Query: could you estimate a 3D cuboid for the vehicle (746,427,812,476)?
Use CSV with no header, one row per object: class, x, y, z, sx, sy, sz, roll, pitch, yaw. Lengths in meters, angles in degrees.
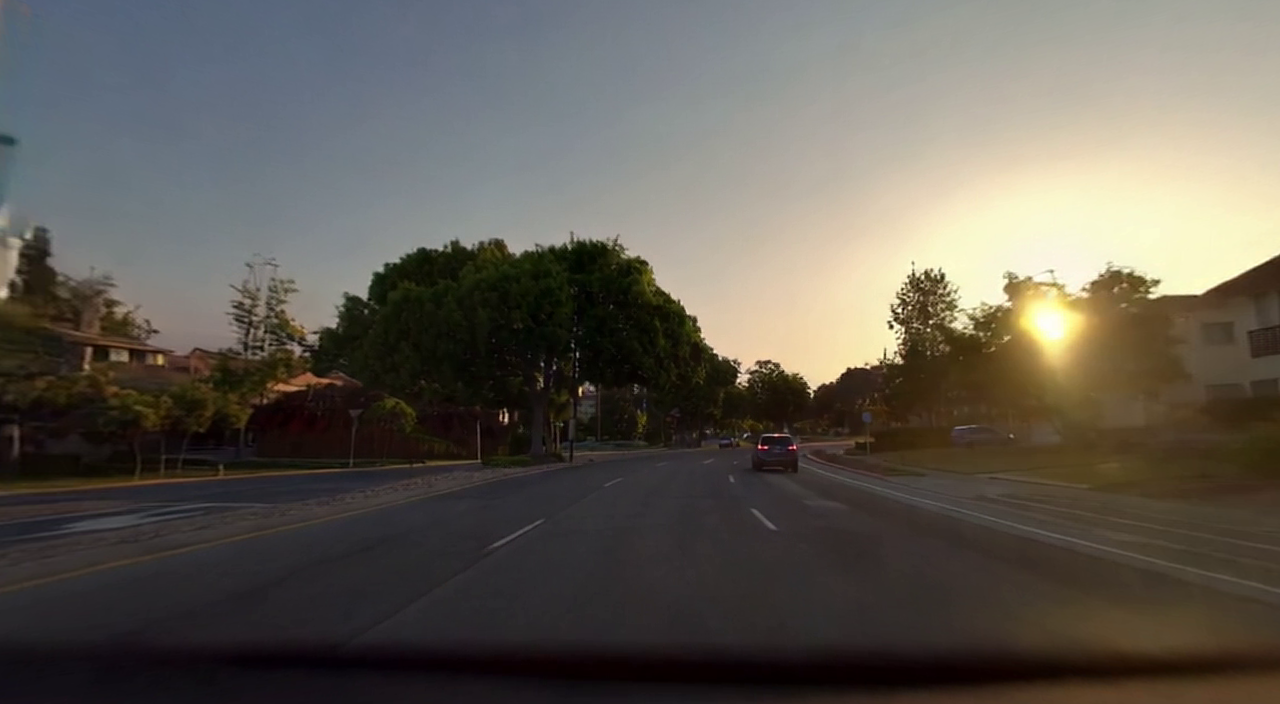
vehicle,5.730,4.147,26.526,2.141,1.833,4.704,-1,-8,6
